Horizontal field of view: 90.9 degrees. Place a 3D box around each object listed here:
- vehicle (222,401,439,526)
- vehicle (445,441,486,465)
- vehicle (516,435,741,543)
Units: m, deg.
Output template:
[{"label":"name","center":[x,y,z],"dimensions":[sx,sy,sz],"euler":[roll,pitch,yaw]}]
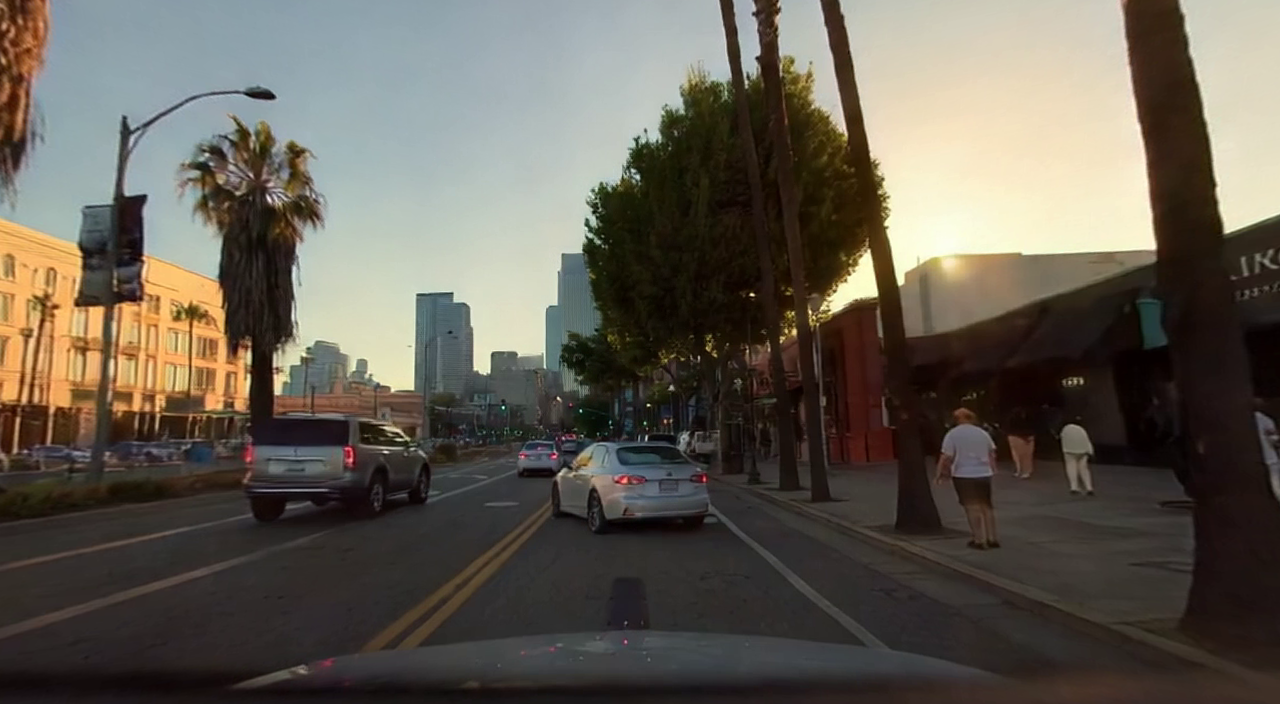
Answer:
[{"label":"vehicle","center":[-6.026,2.261,13.277],"dimensions":[2.164,2.047,5.455],"euler":[0,-9,-5]},{"label":"vehicle","center":[-12.029,6.954,43.605],"dimensions":[1.930,1.583,4.423],"euler":[0,-9,-5]},{"label":"vehicle","center":[-0.469,2.265,11.214],"dimensions":[1.930,1.477,4.657],"euler":[5,-10,-30]}]
